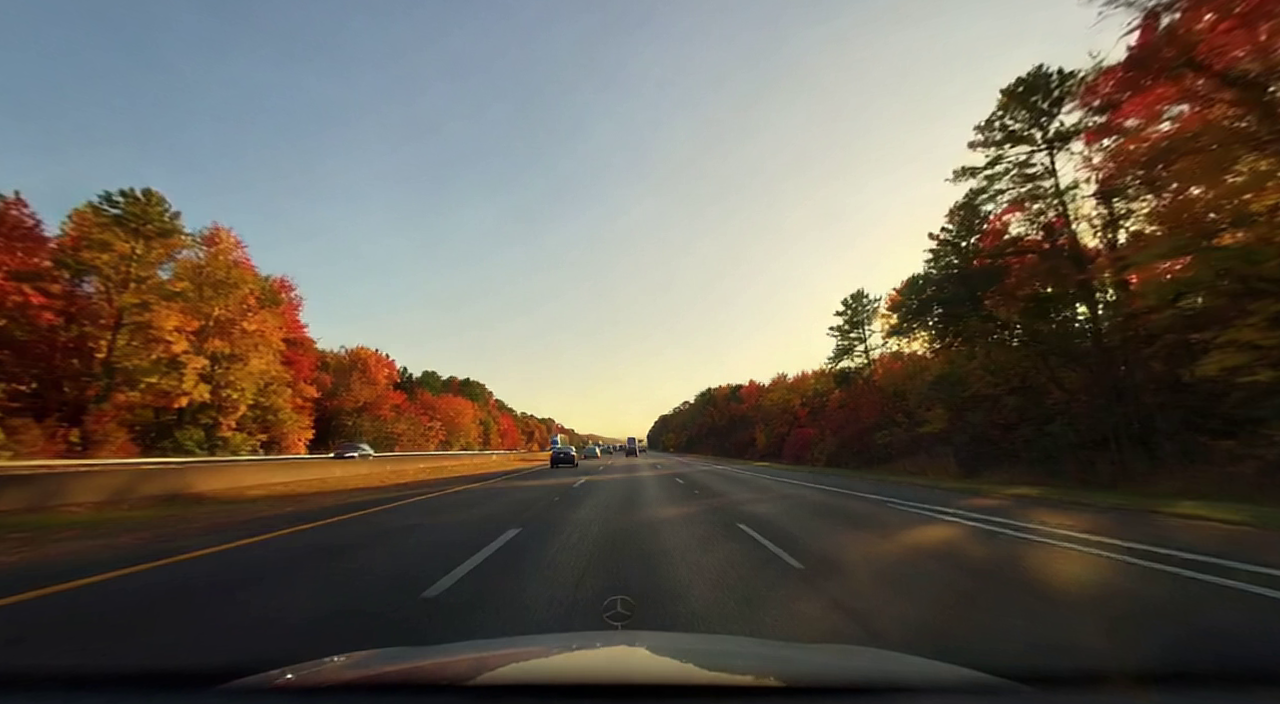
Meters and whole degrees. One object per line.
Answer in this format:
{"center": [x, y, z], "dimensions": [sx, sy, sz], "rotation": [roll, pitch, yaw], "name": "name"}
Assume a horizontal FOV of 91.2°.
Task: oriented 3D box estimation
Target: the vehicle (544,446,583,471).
{"center": [-4.651, 6.536, 38.615], "dimensions": [1.963, 1.475, 3.665], "rotation": [0, -9, -1], "name": "vehicle"}

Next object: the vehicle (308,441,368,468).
{"center": [-17.948, 6.102, 37.420], "dimensions": [1.798, 1.484, 3.728], "rotation": [0, -9, -1], "name": "vehicle"}
